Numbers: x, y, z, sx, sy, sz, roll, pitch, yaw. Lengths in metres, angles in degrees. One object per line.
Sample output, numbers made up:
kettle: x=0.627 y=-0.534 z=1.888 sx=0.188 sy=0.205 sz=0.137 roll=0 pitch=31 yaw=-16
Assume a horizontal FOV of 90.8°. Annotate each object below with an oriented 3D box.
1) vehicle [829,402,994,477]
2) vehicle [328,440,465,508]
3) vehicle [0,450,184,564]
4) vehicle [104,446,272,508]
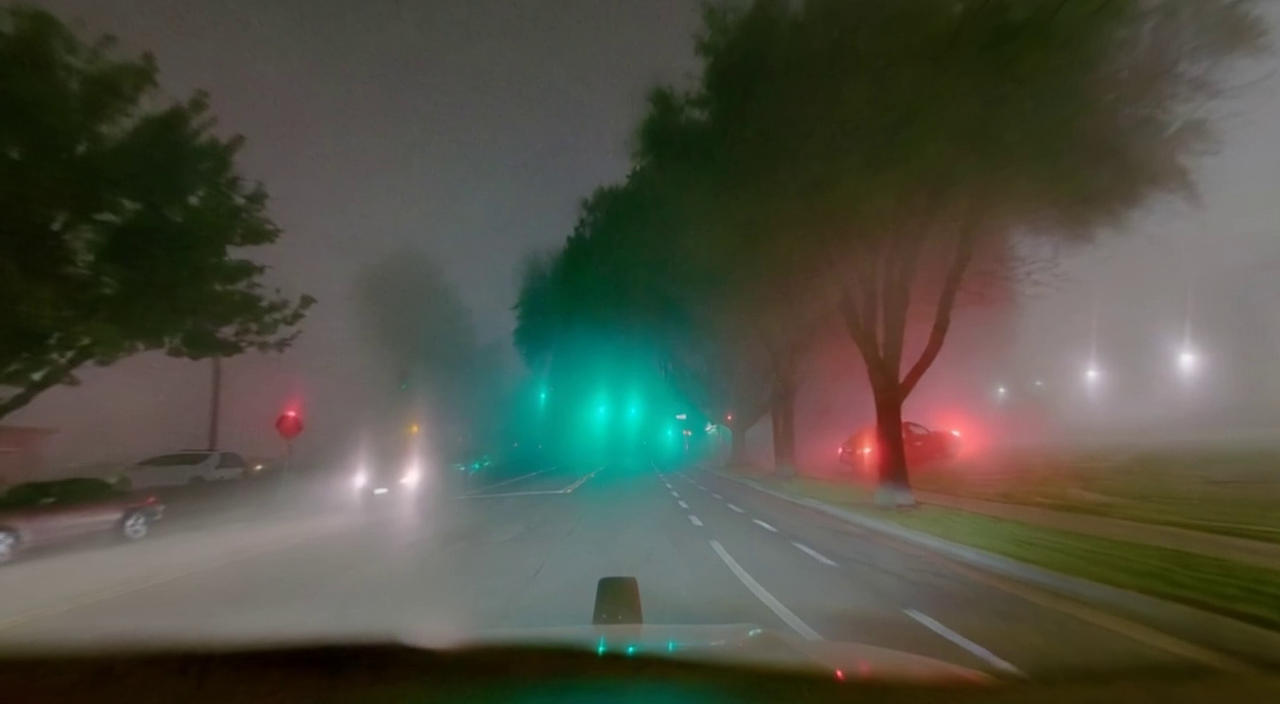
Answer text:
vehicle: x=9.382 y=2.931 z=21.731 sx=5.565 sy=2.036 sz=1.907 roll=-1 pitch=-7 yaw=-27
vehicle: x=-7.095 y=3.559 z=19.038 sx=2.142 sy=1.611 sz=4.890 roll=-5 pitch=-8 yaw=0
vehicle: x=-11.501 y=2.974 z=11.997 sx=2.024 sy=1.795 sz=5.054 roll=-11 pitch=-8 yaw=-3
vehicle: x=-19.913 y=5.494 z=28.069 sx=5.775 sy=2.026 sz=2.228 roll=-5 pitch=-9 yaw=-3
